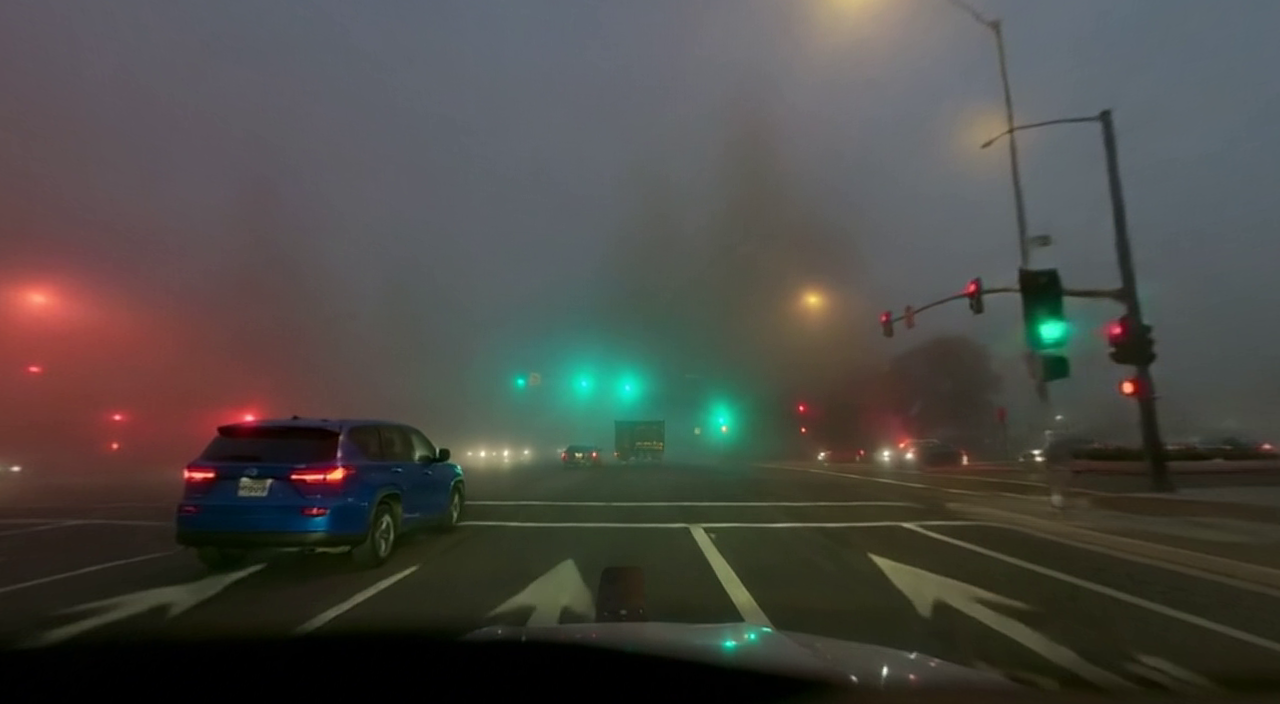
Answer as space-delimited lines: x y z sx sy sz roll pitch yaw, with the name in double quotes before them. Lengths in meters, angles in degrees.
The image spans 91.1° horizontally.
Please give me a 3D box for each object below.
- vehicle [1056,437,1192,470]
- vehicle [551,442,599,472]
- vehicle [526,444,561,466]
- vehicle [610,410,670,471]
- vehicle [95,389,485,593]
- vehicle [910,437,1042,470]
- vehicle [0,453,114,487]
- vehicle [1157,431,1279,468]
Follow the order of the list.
"vehicle" 22.755 4.794 29.629 4.716 1.494 2.001 0 -8 0
"vehicle" -3.310 5.452 32.869 2.023 1.483 4.143 0 -8 1
"vehicle" -7.007 7.533 46.075 1.933 1.477 4.119 0 -8 0
"vehicle" 0.048 4.889 34.595 2.993 3.051 6.692 0 -8 1
"vehicle" -3.779 1.610 8.203 2.178 1.826 4.933 0 -8 1
"vehicle" 15.708 4.764 29.522 4.983 1.511 2.077 0 -8 -1
"vehicle" -28.992 5.766 30.980 1.868 1.465 4.810 0 -8 0
"vehicle" 30.639 5.068 32.635 5.530 1.827 2.161 0 -8 0
